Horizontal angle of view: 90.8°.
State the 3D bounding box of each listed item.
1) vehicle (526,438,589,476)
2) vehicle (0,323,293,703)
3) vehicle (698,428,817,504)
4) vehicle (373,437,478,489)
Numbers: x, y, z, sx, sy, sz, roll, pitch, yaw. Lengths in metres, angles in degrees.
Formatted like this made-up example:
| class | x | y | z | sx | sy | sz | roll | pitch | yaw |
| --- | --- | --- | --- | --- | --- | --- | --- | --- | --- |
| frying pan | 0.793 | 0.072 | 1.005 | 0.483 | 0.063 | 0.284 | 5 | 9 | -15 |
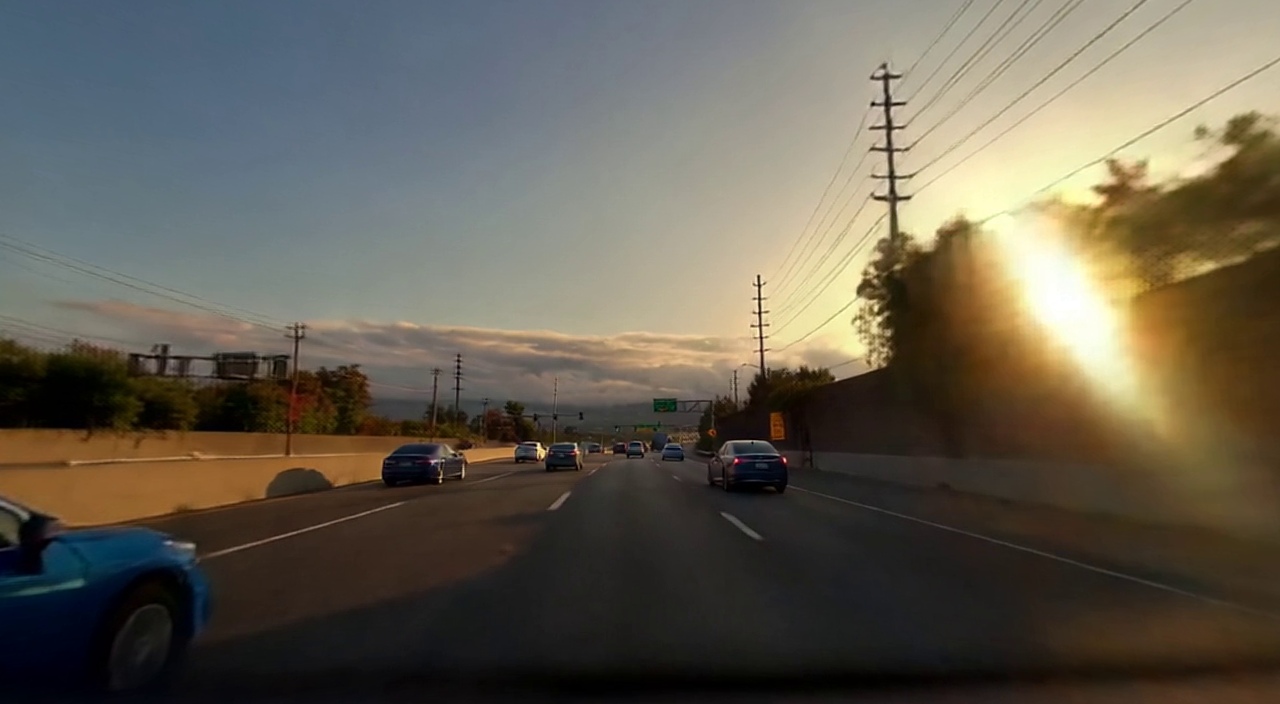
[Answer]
| class | x | y | z | sx | sy | sz | roll | pitch | yaw |
| --- | --- | --- | --- | --- | --- | --- | --- | --- | --- |
| vehicle | -3.441 | 4.480 | 27.240 | 2.066 | 1.488 | 4.377 | 0 | -8 | 1 |
| vehicle | -3.229 | 0.710 | 1.769 | 2.104 | 1.707 | 4.338 | 0 | -8 | -1 |
| vehicle | 2.800 | 2.837 | 16.164 | 2.100 | 1.659 | 4.387 | 0 | -8 | -1 |
| vehicle | -6.682 | 3.489 | 20.207 | 1.903 | 1.482 | 4.180 | 0 | -8 | 0 |
